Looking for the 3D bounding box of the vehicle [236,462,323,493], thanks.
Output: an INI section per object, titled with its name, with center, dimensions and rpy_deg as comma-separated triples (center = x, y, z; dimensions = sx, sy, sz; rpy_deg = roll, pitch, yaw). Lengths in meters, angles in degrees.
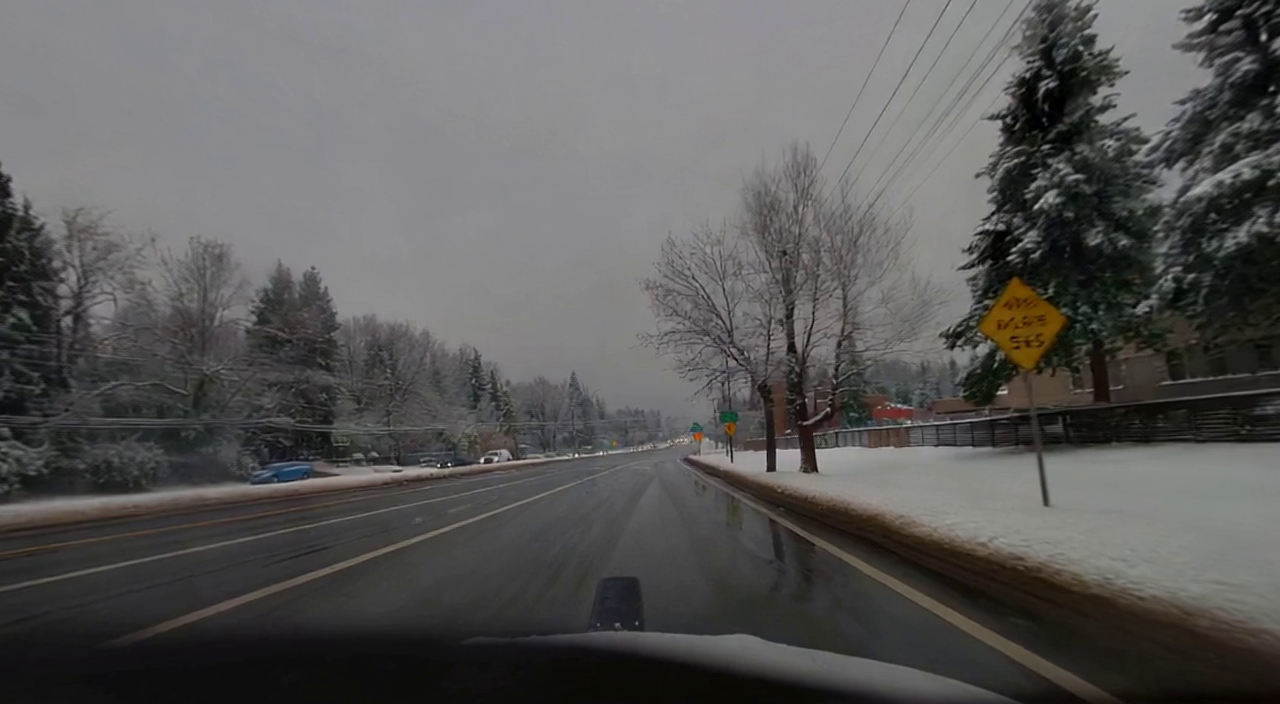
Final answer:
[vehicle]
center = -19.950, 6.922, 35.169
dimensions = 1.806, 1.438, 4.461
rpy_deg = -1, -8, 7
